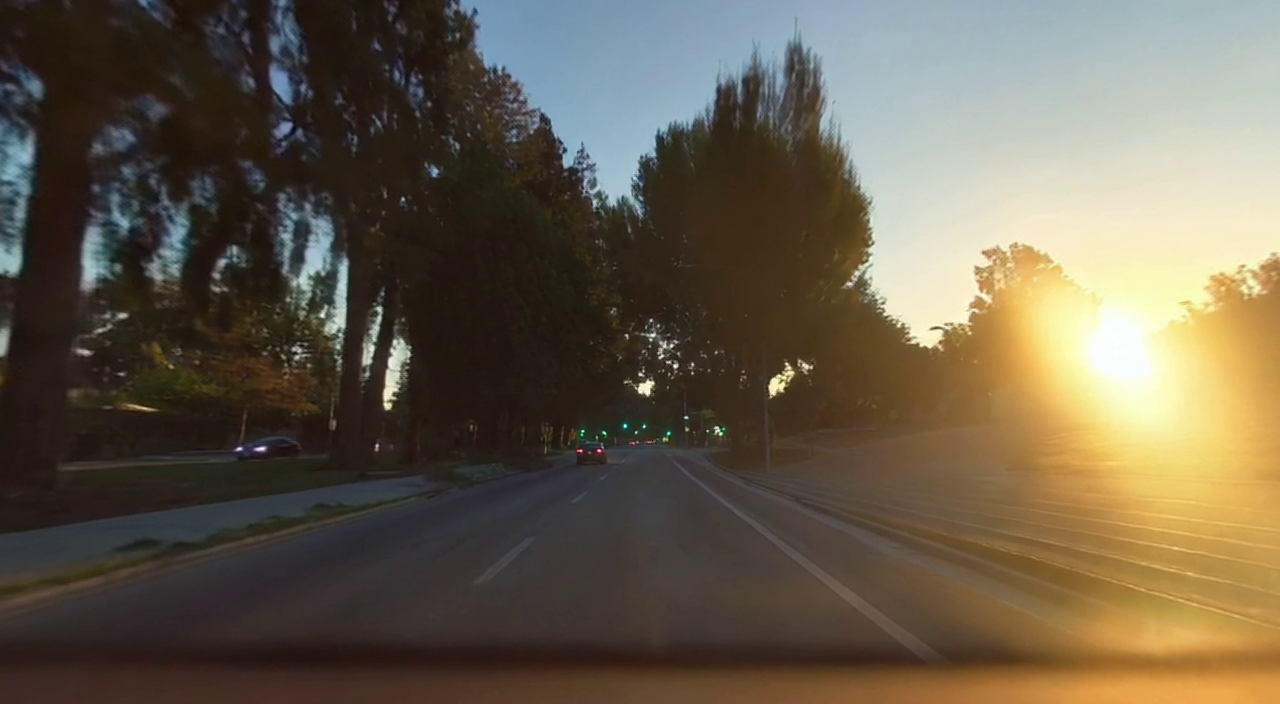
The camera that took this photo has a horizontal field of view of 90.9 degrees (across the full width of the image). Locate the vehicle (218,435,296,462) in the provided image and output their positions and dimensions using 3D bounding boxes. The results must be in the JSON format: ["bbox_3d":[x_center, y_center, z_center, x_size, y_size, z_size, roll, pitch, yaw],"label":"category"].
[{"bbox_3d":[-23.406,5.932,38.754,1.848,1.520,4.593,0,-8,2],"label":"vehicle"}]

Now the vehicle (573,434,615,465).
[{"bbox_3d":[-2.626,5.649,36.782,2.016,1.694,4.335,0,-8,1],"label":"vehicle"}]
